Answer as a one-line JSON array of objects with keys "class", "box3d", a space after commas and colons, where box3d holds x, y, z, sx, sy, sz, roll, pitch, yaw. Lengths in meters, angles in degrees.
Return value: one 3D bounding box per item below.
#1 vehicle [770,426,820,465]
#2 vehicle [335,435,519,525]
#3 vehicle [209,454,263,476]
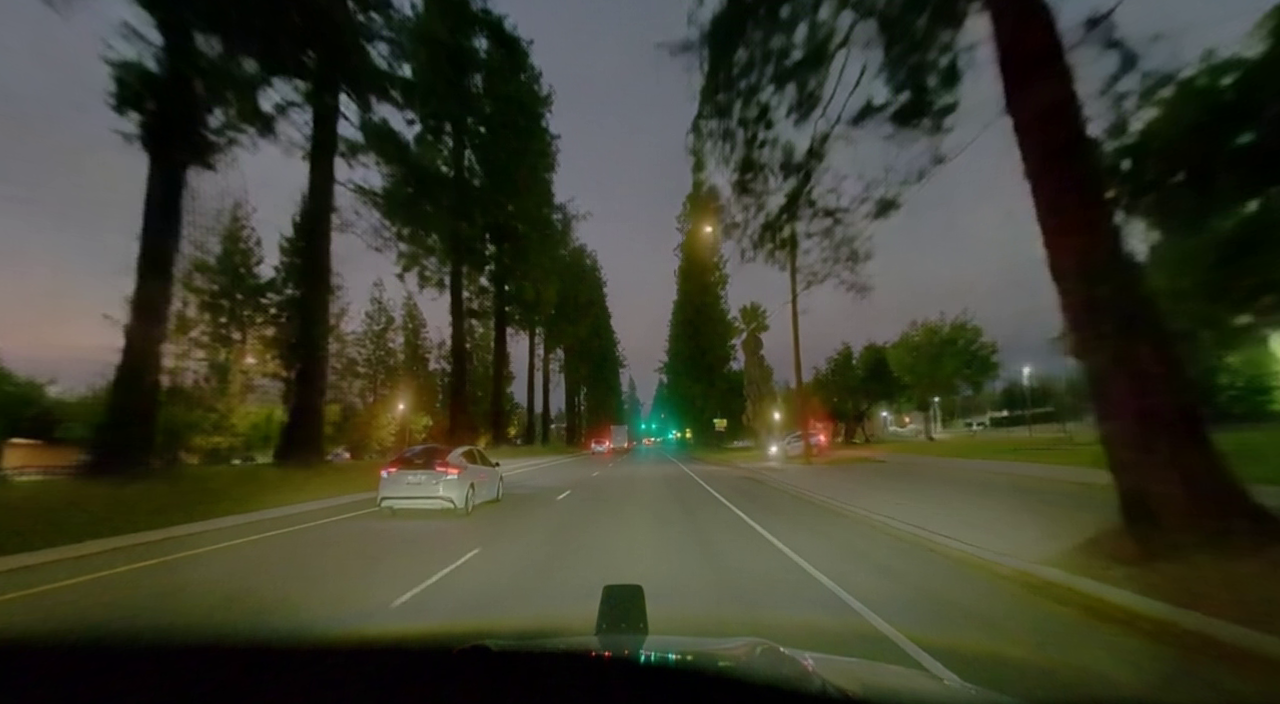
[{"class": "vehicle", "box3d": [7.318, 4.439, 29.947, 1.594, 1.688, 2.861, -1, -8, 0]}, {"class": "vehicle", "box3d": [-3.939, 2.433, 12.663, 2.033, 1.454, 4.512, -1, -8, 1]}, {"class": "vehicle", "box3d": [-31.824, 8.876, 49.793, 1.811, 1.550, 3.710, -1, -8, 0]}]
